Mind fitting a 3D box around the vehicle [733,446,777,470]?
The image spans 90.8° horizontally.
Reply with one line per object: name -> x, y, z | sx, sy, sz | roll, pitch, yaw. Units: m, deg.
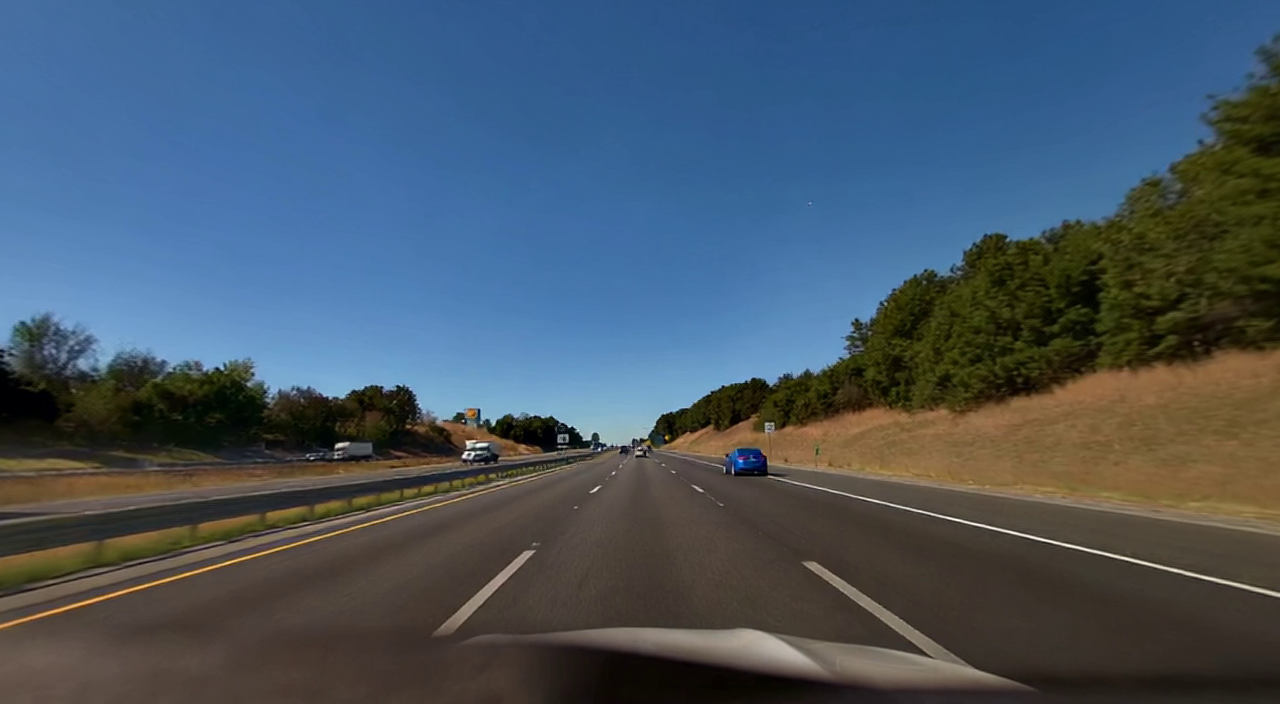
vehicle -> 7.466, 6.917, 41.336 | 1.967, 1.472, 3.751 | 0, -9, -3
